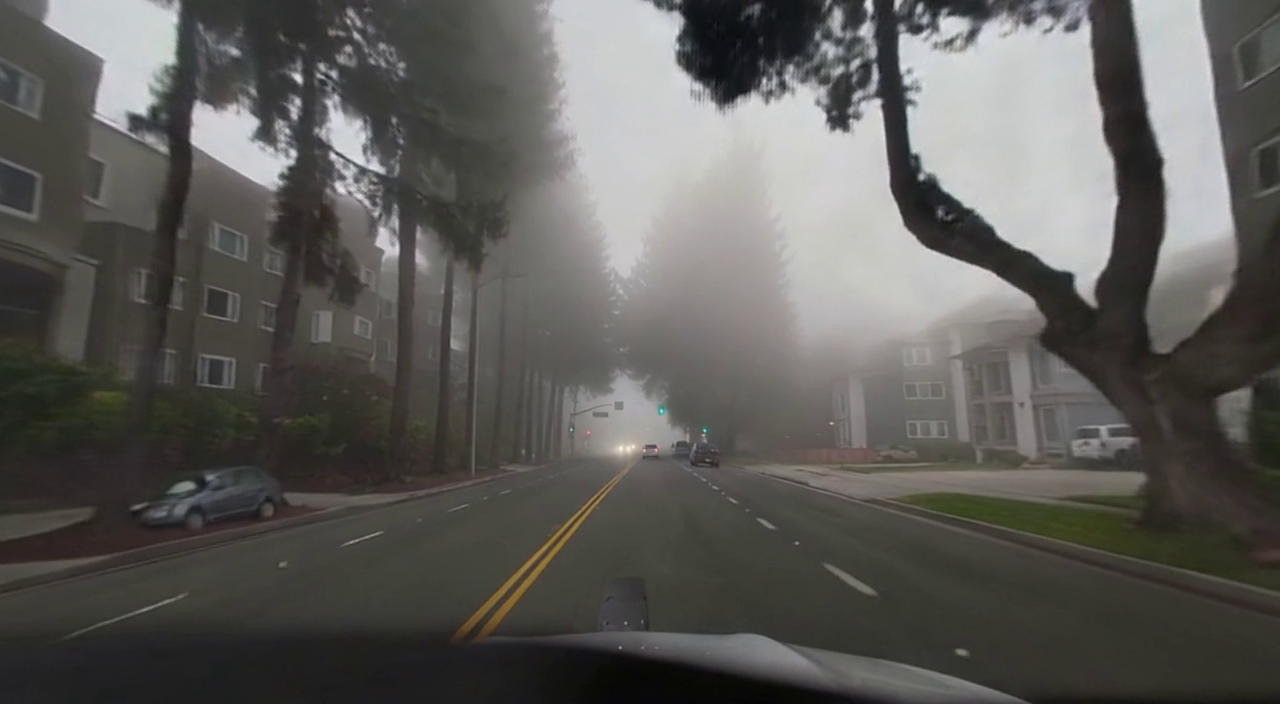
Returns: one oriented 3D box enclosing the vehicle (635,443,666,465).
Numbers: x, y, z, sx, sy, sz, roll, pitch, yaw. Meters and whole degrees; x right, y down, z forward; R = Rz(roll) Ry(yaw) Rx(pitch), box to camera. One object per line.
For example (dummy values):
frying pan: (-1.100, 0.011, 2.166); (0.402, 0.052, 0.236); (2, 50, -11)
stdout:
vehicle: (0.725, 7.202, 44.549); (2.097, 1.463, 4.043); (0, -9, 0)

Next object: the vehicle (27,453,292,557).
vehicle: (-9.428, 2.965, 12.981); (1.933, 1.498, 4.446); (-4, -7, 1)

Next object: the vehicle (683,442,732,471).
vehicle: (3.628, 5.738, 34.731); (2.078, 1.488, 4.741); (0, -9, -1)

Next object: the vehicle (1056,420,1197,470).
vehicle: (19.664, 3.766, 25.597); (4.063, 1.912, 2.029); (1, -9, -5)
